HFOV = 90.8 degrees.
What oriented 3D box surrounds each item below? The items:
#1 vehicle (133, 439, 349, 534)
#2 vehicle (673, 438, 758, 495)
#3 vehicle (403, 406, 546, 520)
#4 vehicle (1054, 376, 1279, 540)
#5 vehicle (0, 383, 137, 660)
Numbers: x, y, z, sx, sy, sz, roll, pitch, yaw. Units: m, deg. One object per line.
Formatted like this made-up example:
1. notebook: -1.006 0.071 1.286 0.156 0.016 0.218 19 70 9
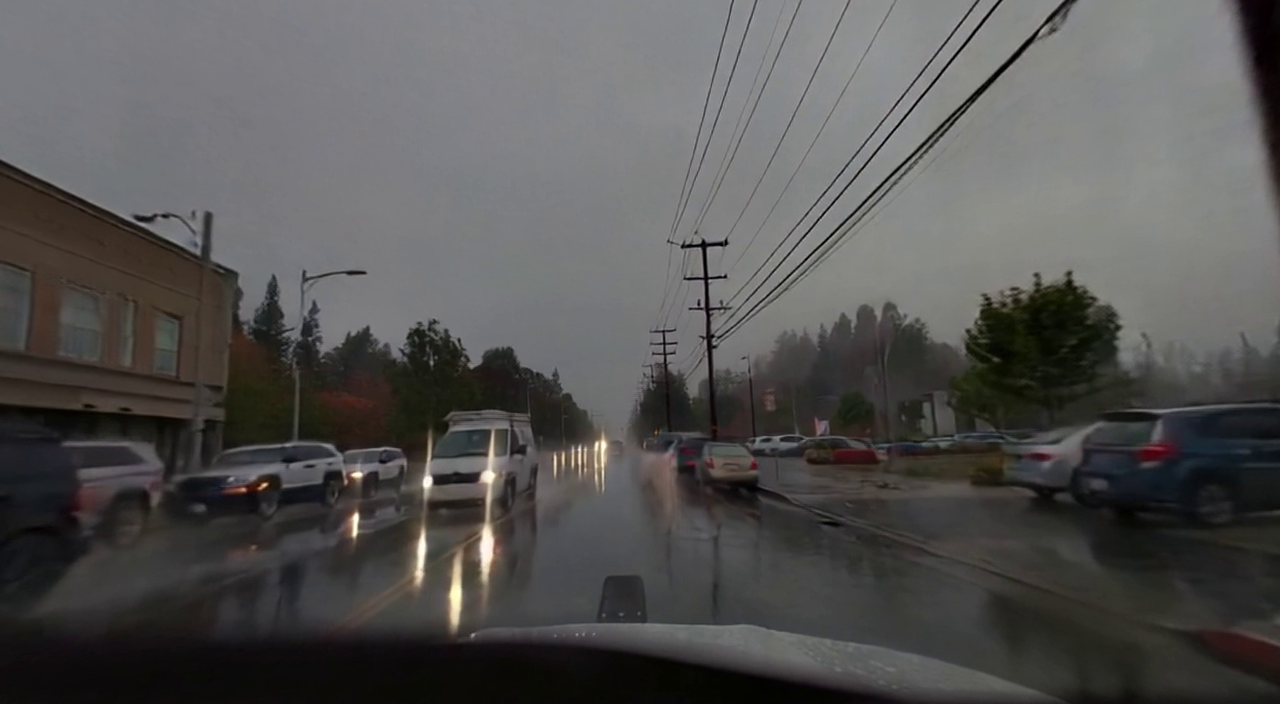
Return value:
1. vehicle: -9.195 3.062 15.316 1.862 1.851 5.360 0 -8 -2
2. vehicle: 2.315 3.415 19.441 2.261 1.503 4.695 -1 -8 7
3. vehicle: -3.371 2.374 13.908 2.115 2.065 4.452 0 -9 -3
4. vehicle: 9.852 1.549 9.352 5.684 2.112 2.321 0 -9 2
5. vehicle: -5.578 1.082 3.458 2.152 1.918 4.217 -2 -8 0
